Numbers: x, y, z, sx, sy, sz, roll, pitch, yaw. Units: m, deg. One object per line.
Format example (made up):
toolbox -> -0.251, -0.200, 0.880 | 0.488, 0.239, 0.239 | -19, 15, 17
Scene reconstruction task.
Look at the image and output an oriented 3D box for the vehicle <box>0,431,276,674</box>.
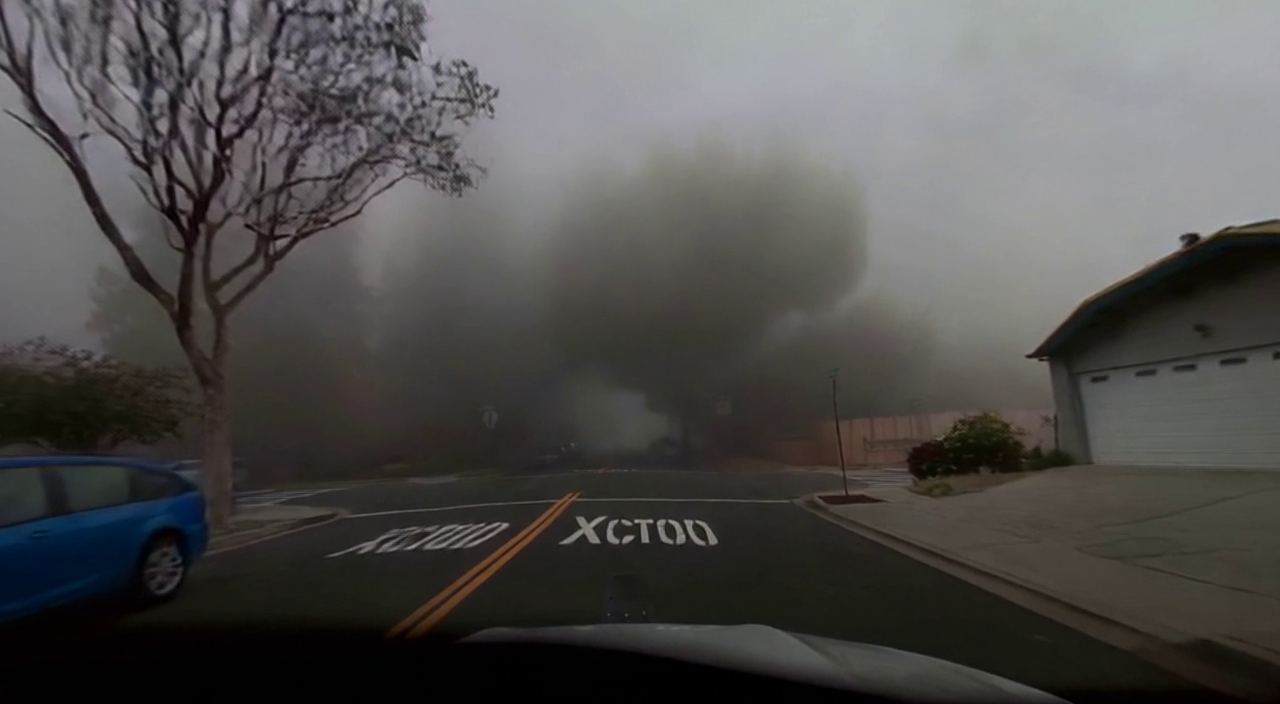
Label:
vehicle -> -5.220, 1.432, 4.950 | 2.038, 1.571, 4.524 | 0, -8, -1
